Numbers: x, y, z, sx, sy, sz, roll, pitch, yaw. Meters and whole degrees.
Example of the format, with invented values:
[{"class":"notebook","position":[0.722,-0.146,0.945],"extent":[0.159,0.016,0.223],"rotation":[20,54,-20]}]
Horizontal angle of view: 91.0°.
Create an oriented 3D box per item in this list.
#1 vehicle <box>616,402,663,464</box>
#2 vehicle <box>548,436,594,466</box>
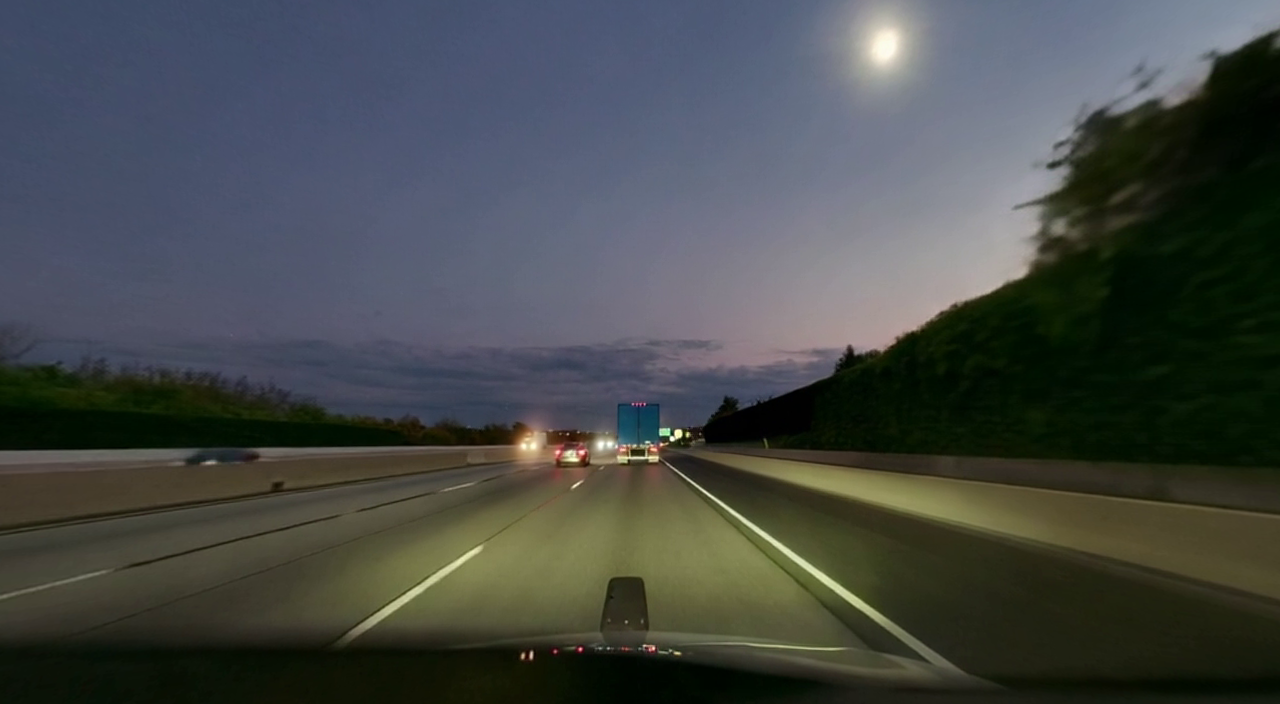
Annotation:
[{"class":"vehicle","position":[-0.130,6.485,49.417],"extent":[3.078,4.031,16.069],"rotation":[0,-8,-1]},{"class":"vehicle","position":[-4.140,6.048,38.514],"extent":[2.186,1.716,4.672],"rotation":[0,-8,0]}]
